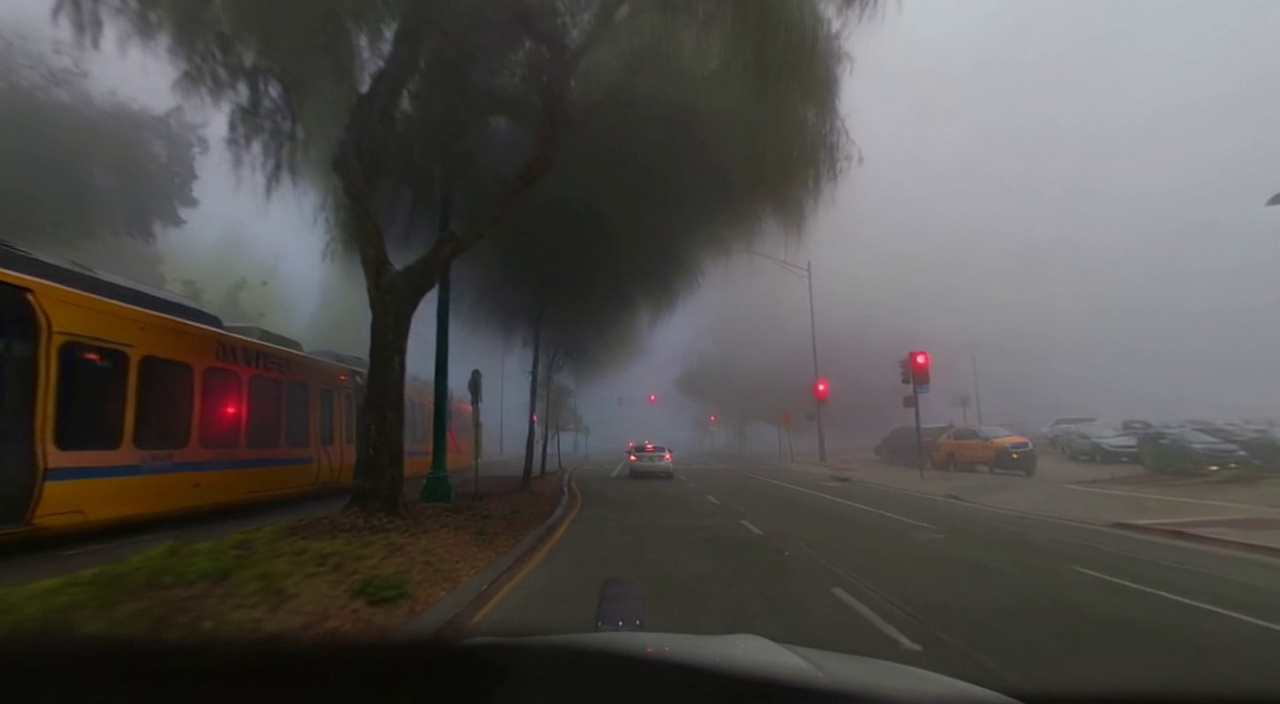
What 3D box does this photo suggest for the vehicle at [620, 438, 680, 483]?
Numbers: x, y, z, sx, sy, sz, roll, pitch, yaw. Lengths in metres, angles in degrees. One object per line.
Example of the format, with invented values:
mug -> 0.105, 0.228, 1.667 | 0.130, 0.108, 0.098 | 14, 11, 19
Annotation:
vehicle -> 0.342, 3.954, 23.351 | 2.002, 1.471, 4.337 | 0, -8, 0

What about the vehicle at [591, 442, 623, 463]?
vehicle -> -2.363, 7.327, 46.150 | 2.118, 1.478, 4.076 | 0, -8, 0

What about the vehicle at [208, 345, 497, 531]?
vehicle -> -7.510, 2.726, 19.860 | 2.891, 3.904, 13.008 | 0, -8, 0

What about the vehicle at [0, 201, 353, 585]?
vehicle -> -7.657, 0.461, 6.663 | 2.897, 3.700, 13.528 | 0, -7, 0

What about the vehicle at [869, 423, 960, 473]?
vehicle -> 13.603, 4.711, 31.791 | 2.221, 2.116, 5.535 | 2, -5, 1

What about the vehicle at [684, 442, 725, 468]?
vehicle -> 3.770, 6.095, 37.667 | 1.944, 1.447, 4.392 | 0, -8, 0

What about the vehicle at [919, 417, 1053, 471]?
vehicle -> 13.448, 3.661, 25.099 | 2.145, 1.911, 5.581 | 0, -8, 0

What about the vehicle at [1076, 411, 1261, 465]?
vehicle -> 19.690, 3.302, 24.031 | 2.159, 1.817, 5.675 | 0, -8, 1
